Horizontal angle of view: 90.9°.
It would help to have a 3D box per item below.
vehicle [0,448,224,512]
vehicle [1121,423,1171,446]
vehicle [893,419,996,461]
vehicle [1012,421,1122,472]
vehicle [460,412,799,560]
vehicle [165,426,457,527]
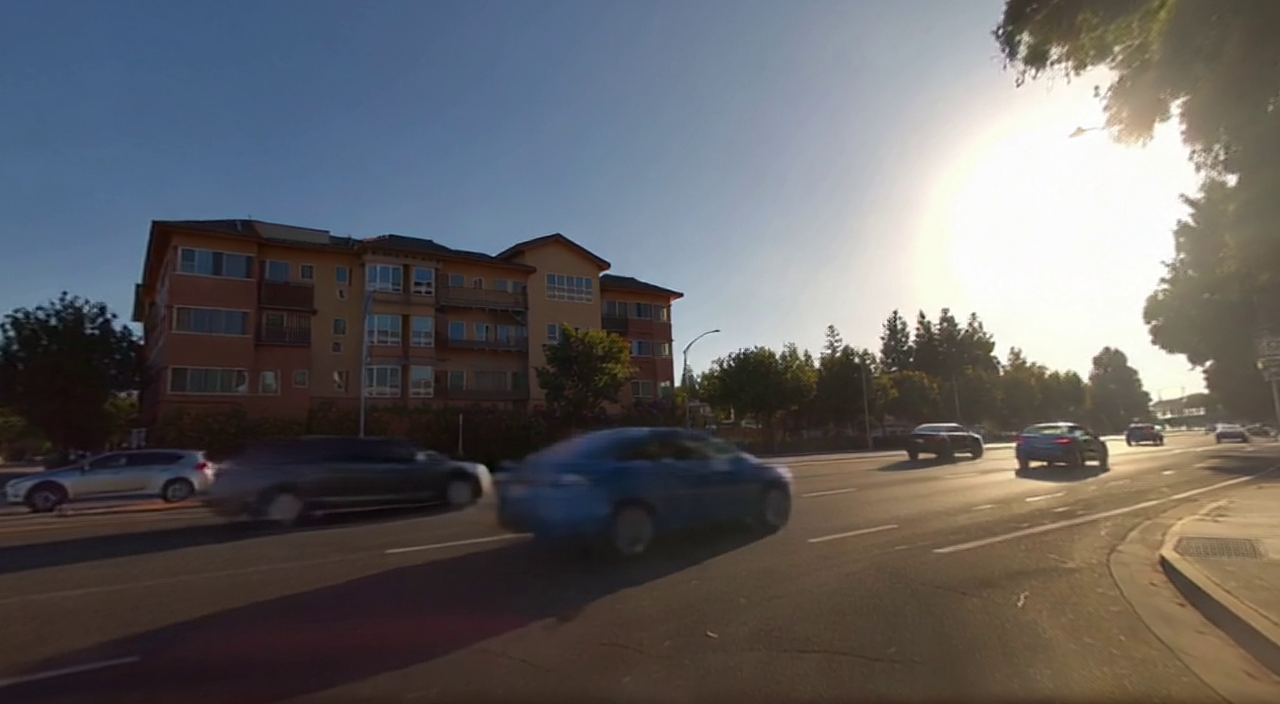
[{"bbox_3d":[-13.600,3.254,16.423,4.289,1.415,1.774,7,-13,-41],"label":"vehicle"},{"bbox_3d":[38.622,6.339,48.095,4.683,1.678,1.981,7,-11,-40],"label":"vehicle"},{"bbox_3d":[15.303,4.401,31.546,5.994,1.898,2.264,7,-11,-40],"label":"vehicle"},{"bbox_3d":[15.312,3.361,22.549,4.438,1.625,2.033,7,-11,-40],"label":"vehicle"},{"bbox_3d":[0.037,1.855,9.559,4.783,1.652,2.199,7,-11,-41],"label":"vehicle"},{"bbox_3d":[-6.496,2.416,12.870,4.846,1.662,1.989,7,-11,-40],"label":"vehicle"}]
